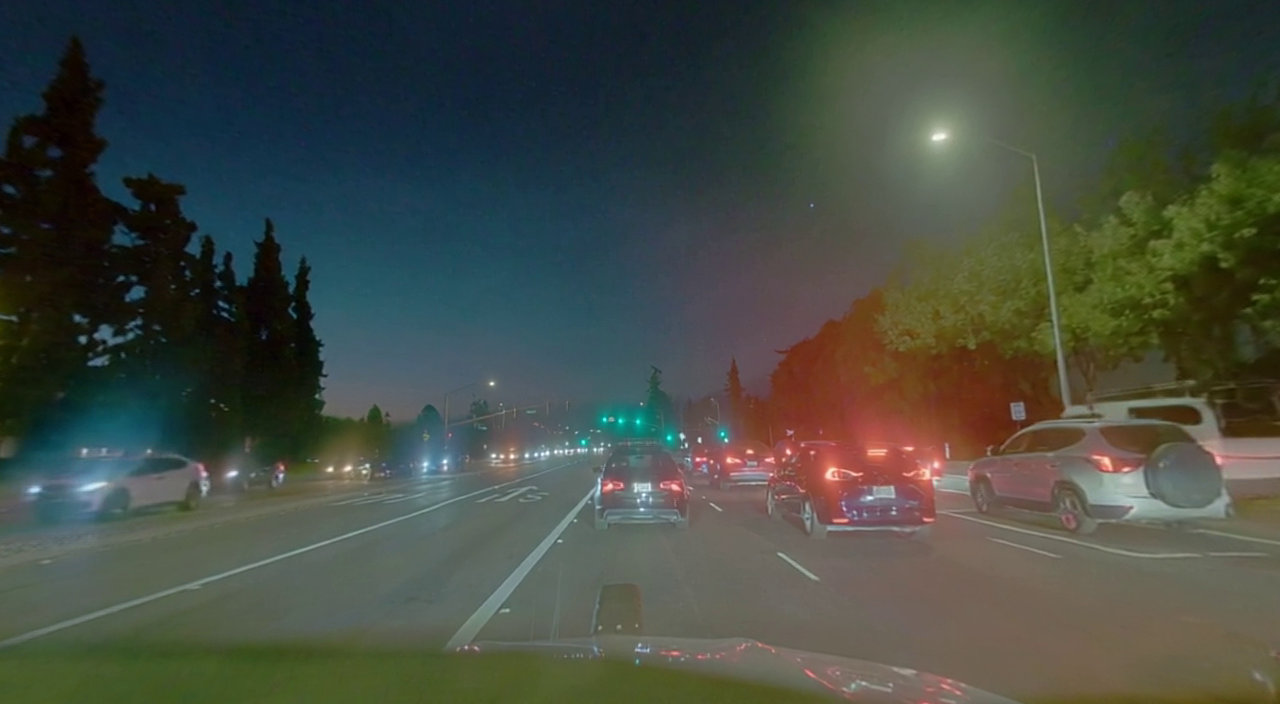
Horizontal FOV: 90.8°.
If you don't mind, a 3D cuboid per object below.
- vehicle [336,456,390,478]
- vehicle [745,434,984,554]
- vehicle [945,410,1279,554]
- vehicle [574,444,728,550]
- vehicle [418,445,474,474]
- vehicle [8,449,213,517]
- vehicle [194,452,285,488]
[{"bbox_3d":[-18.580,7.705,42.558,1.798,1.333,3.944,0,-9,0],"label":"vehicle"},{"bbox_3d":[3.180,2.115,10.284,1.970,1.445,4.974,0,-9,-1],"label":"vehicle"},{"bbox_3d":[6.914,1.906,9.916,1.987,1.730,4.373,0,-9,-1],"label":"vehicle"},{"bbox_3d":[0.087,2.178,10.219,1.990,1.347,4.067,0,-9,-2],"label":"vehicle"},{"bbox_3d":[-11.824,6.562,38.758,1.980,1.675,4.581,0,-9,0],"label":"vehicle"},{"bbox_3d":[-15.523,3.811,18.981,2.080,1.738,4.686,0,-9,-1],"label":"vehicle"},{"bbox_3d":[-22.347,6.559,35.493,2.034,1.798,4.734,0,-9,-1],"label":"vehicle"}]
